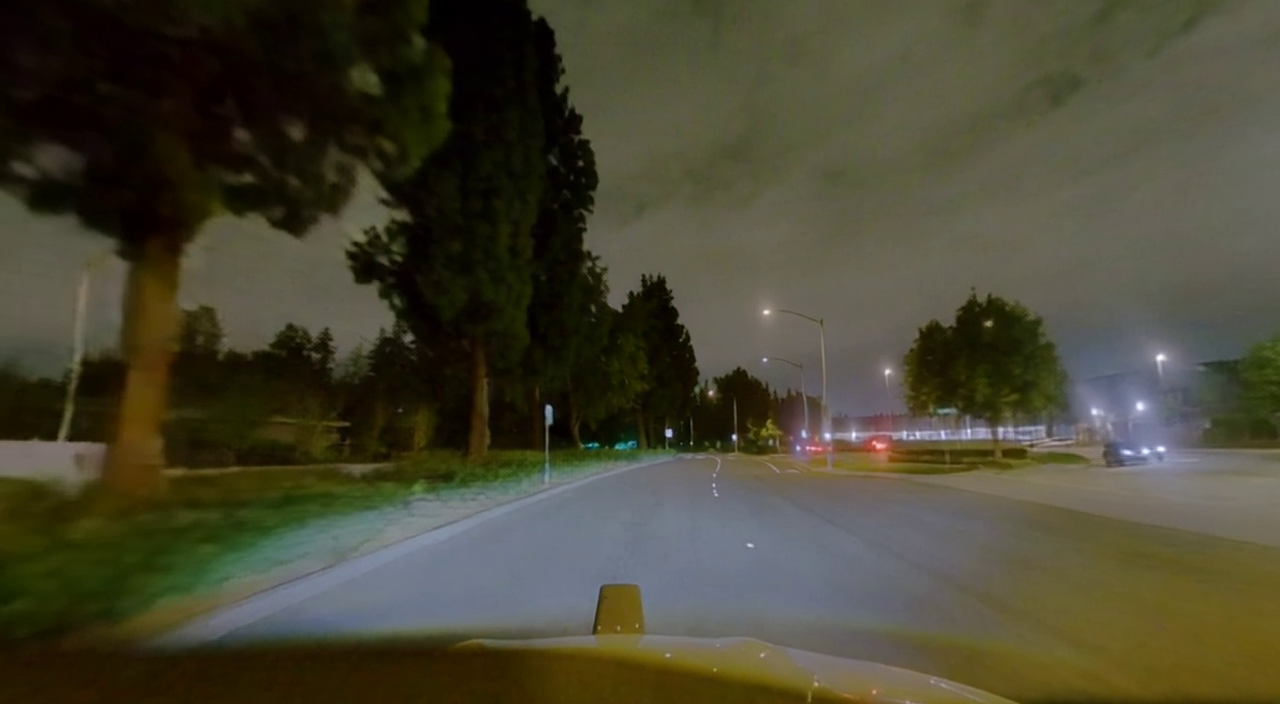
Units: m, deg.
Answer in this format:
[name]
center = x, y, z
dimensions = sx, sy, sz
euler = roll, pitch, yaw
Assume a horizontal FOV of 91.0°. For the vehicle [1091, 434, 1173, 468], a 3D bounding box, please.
[vehicle]
center = 23.816, 4.776, 30.415
dimensions = 4.456, 1.489, 1.963
euler = 7, -11, -37
